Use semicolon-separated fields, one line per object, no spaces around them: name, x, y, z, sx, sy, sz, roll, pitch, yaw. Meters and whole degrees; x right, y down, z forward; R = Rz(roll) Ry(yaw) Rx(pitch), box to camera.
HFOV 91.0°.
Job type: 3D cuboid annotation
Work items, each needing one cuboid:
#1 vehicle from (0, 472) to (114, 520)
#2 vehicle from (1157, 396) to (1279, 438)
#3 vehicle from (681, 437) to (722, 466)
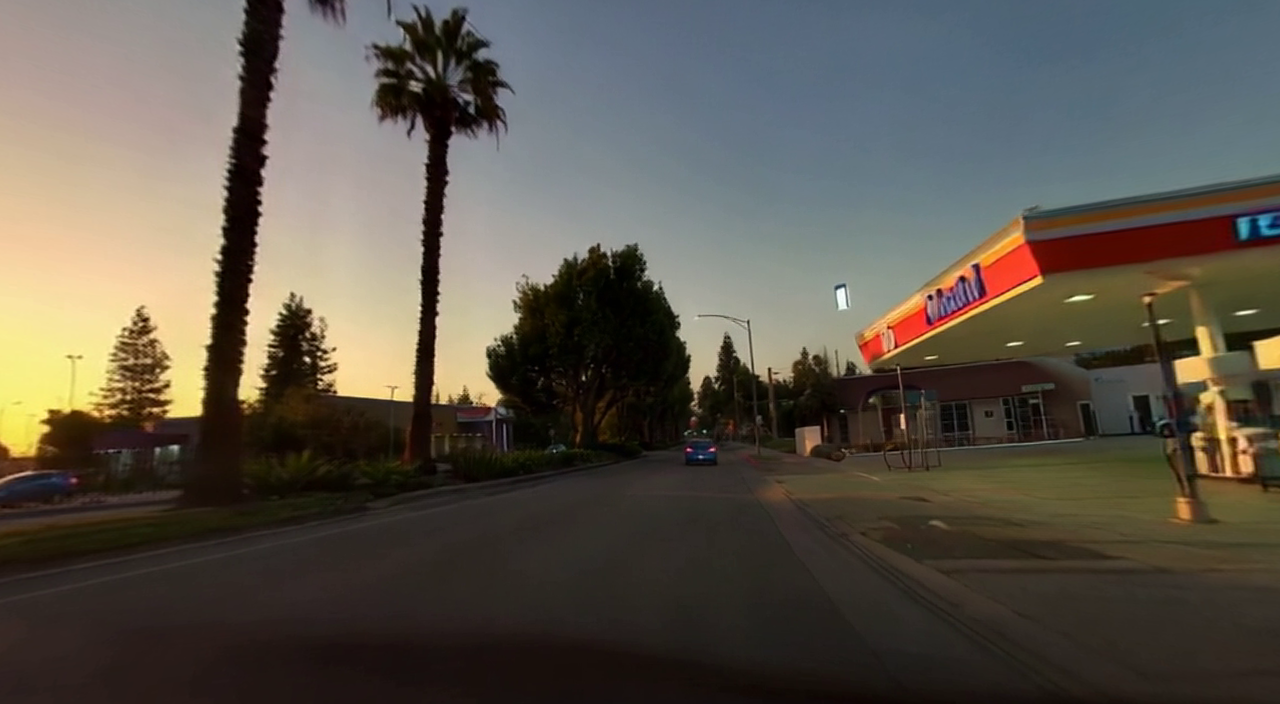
vehicle;-22.621;5.279;23.386;1.825;1.441;4.656;-1;-8;6
vehicle;27.619;3.079;29.601;4.513;1.657;2.002;-5;-9;12
vehicle;3.415;5.404;34.330;2.050;1.509;4.148;-1;-8;8
